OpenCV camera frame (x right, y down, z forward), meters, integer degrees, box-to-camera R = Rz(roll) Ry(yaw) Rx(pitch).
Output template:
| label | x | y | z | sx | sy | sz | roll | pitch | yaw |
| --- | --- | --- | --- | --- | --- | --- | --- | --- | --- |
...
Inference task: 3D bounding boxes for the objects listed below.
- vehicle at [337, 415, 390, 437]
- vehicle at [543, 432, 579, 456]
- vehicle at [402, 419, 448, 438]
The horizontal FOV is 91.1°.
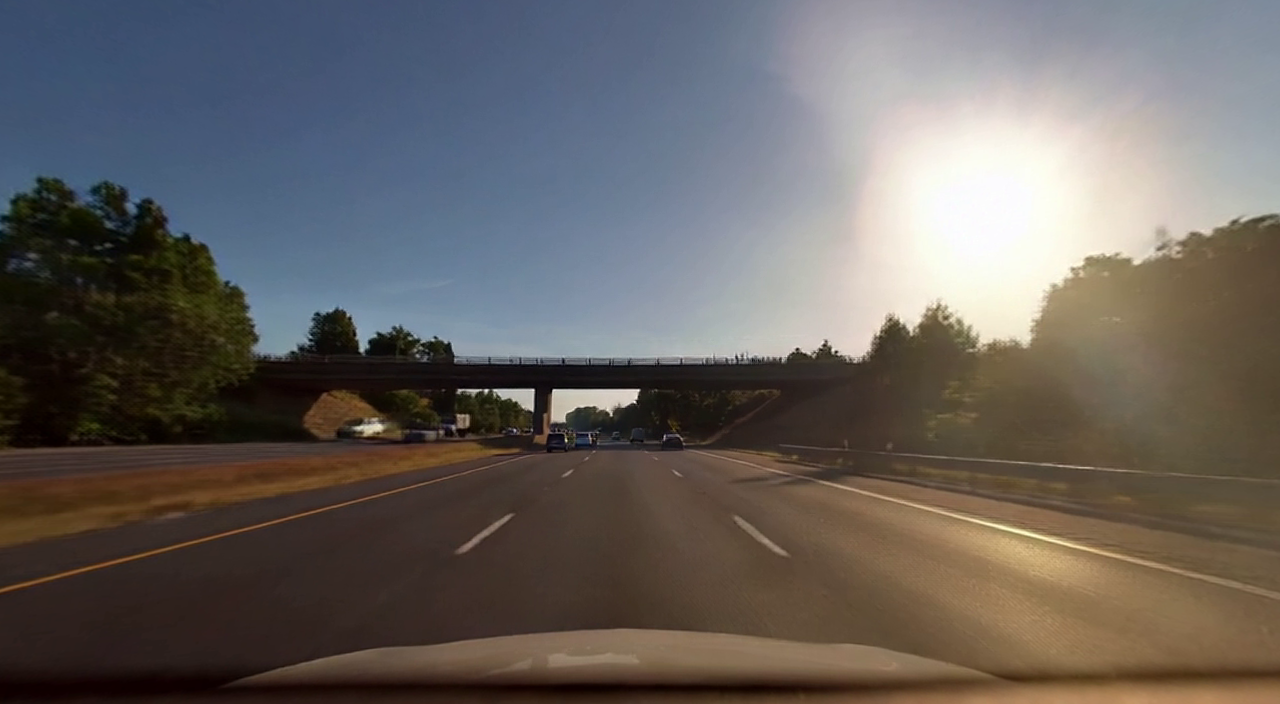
| label | x | y | z | sx | sy | sz | roll | pitch | yaw |
| --- | --- | --- | --- | --- | --- | --- | --- | --- | --- |
| vehicle | -18.194 | 4.909 | 41.570 | 1.820 | 1.390 | 4.180 | 1 | -8 | -3 |
| vehicle | -5.063 | 5.894 | 40.536 | 1.966 | 1.460 | 3.519 | 0 | -8 | -2 |
| vehicle | -14.438 | 5.188 | 42.404 | 1.824 | 1.200 | 4.175 | 1 | -8 | -3 |
